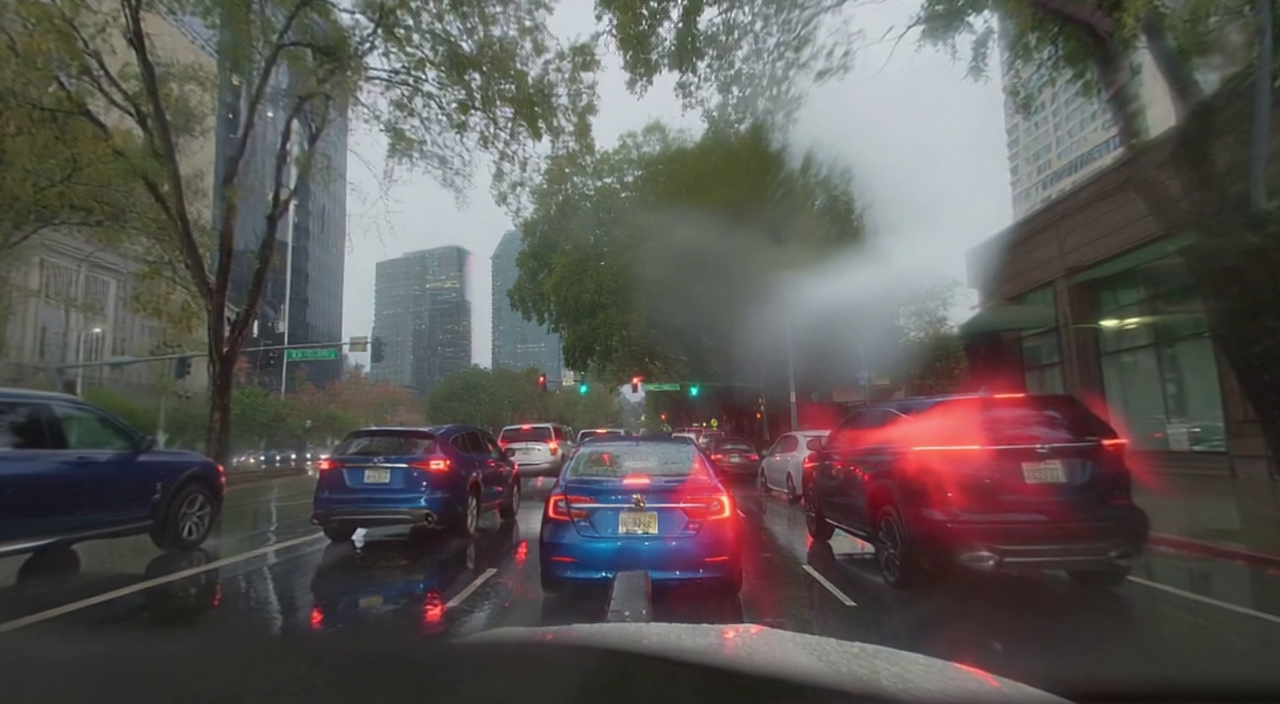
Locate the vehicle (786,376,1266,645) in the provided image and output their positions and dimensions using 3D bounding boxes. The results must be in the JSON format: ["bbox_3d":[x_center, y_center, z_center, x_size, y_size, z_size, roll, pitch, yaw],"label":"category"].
[{"bbox_3d":[3.108,1.382,6.479,2.108,1.785,4.334,0,-8,-1],"label":"vehicle"}]

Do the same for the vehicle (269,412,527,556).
[{"bbox_3d":[-3.353,1.946,9.992,2.168,1.719,4.561,-1,-9,1],"label":"vehicle"}]

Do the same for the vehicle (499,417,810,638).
[{"bbox_3d":[0.094,1.513,6.415,2.147,1.507,3.953,0,-8,0],"label":"vehicle"}]

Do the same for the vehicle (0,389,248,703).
[{"bbox_3d":[-3.386,0.750,1.258,2.144,1.505,4.635,-1,-9,1],"label":"vehicle"}]
